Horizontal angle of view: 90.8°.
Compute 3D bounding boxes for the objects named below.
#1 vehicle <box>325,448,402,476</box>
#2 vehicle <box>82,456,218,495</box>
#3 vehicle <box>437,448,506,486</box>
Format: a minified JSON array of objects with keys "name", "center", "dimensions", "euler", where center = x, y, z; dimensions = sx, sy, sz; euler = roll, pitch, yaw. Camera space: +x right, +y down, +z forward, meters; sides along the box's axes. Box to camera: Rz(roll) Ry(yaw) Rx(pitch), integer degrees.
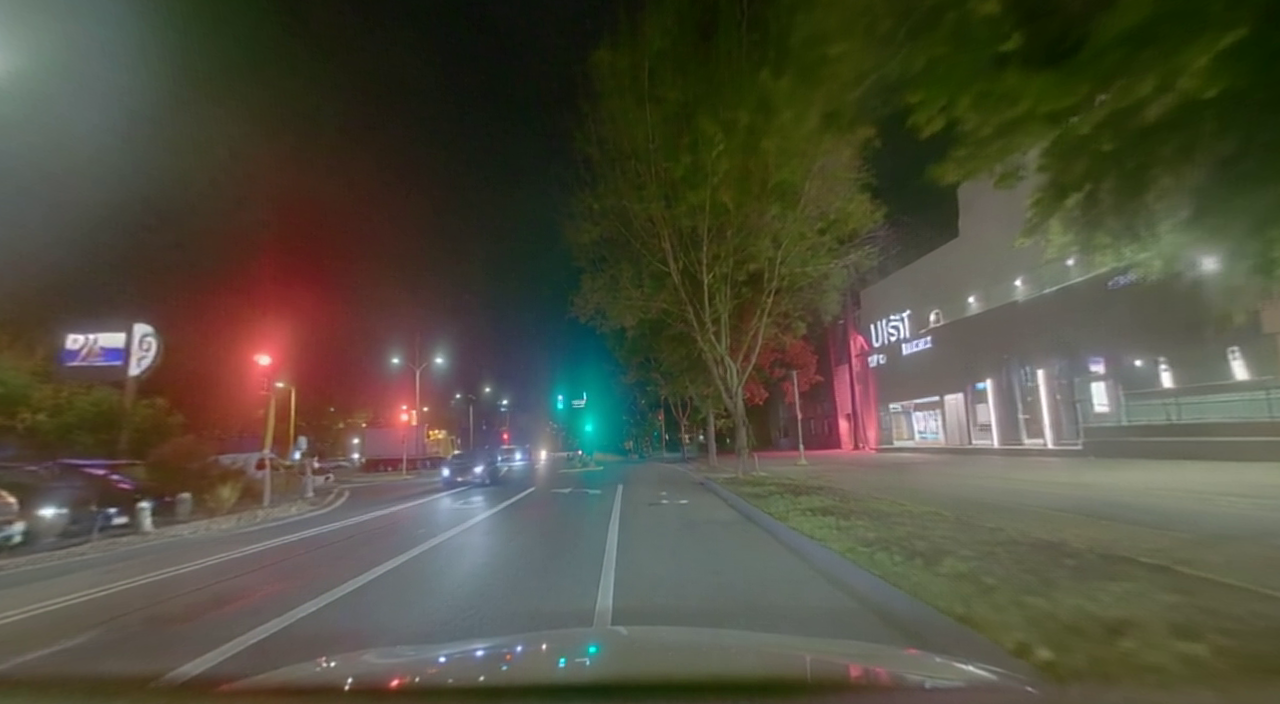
[{"name":"vehicle","center":[-18.097,7.206,41.629],"dimensions":[2.101,1.721,4.587],"euler":[-3,-9,17]},{"name":"vehicle","center":[-21.948,5.542,28.555],"dimensions":[1.928,1.490,4.462],"euler":[-4,-9,16]},{"name":"vehicle","center":[-7.363,5.045,28.018],"dimensions":[1.899,1.517,4.384],"euler":[0,-8,-1]}]
